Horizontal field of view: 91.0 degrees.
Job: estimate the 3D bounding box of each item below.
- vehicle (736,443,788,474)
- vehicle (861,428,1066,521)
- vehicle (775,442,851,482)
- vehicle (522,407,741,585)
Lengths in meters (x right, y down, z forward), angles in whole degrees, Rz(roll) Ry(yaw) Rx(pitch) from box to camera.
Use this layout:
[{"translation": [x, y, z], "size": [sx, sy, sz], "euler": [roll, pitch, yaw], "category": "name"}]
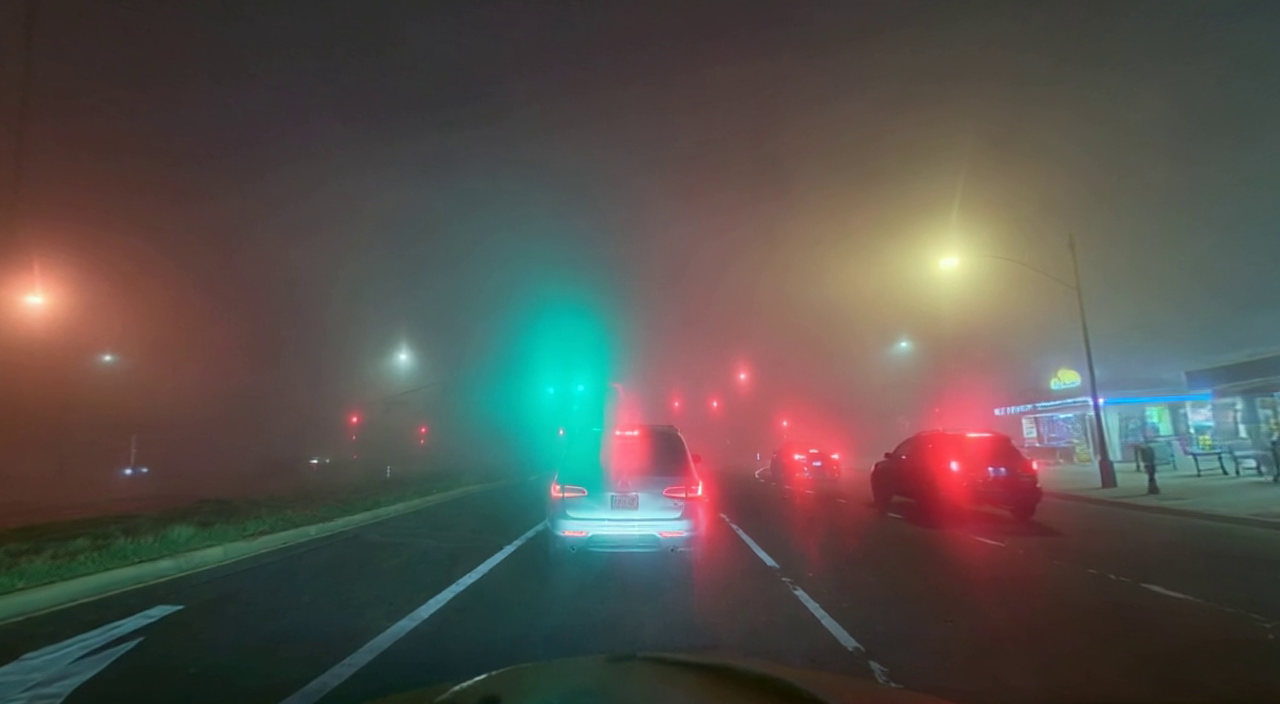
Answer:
[{"translation": [6.254, 5.455, 32.631], "size": [1.961, 1.477, 4.454], "euler": [0, -9, 2], "category": "vehicle"}, {"translation": [6.679, 2.566, 13.752], "size": [2.072, 1.652, 4.611], "euler": [0, -8, 1], "category": "vehicle"}, {"translation": [6.844, 4.398, 25.415], "size": [1.833, 1.452, 4.237], "euler": [0, -8, -1], "category": "vehicle"}, {"translation": [-0.065, 1.688, 8.114], "size": [2.115, 1.700, 3.901], "euler": [0, -8, 1], "category": "vehicle"}]
